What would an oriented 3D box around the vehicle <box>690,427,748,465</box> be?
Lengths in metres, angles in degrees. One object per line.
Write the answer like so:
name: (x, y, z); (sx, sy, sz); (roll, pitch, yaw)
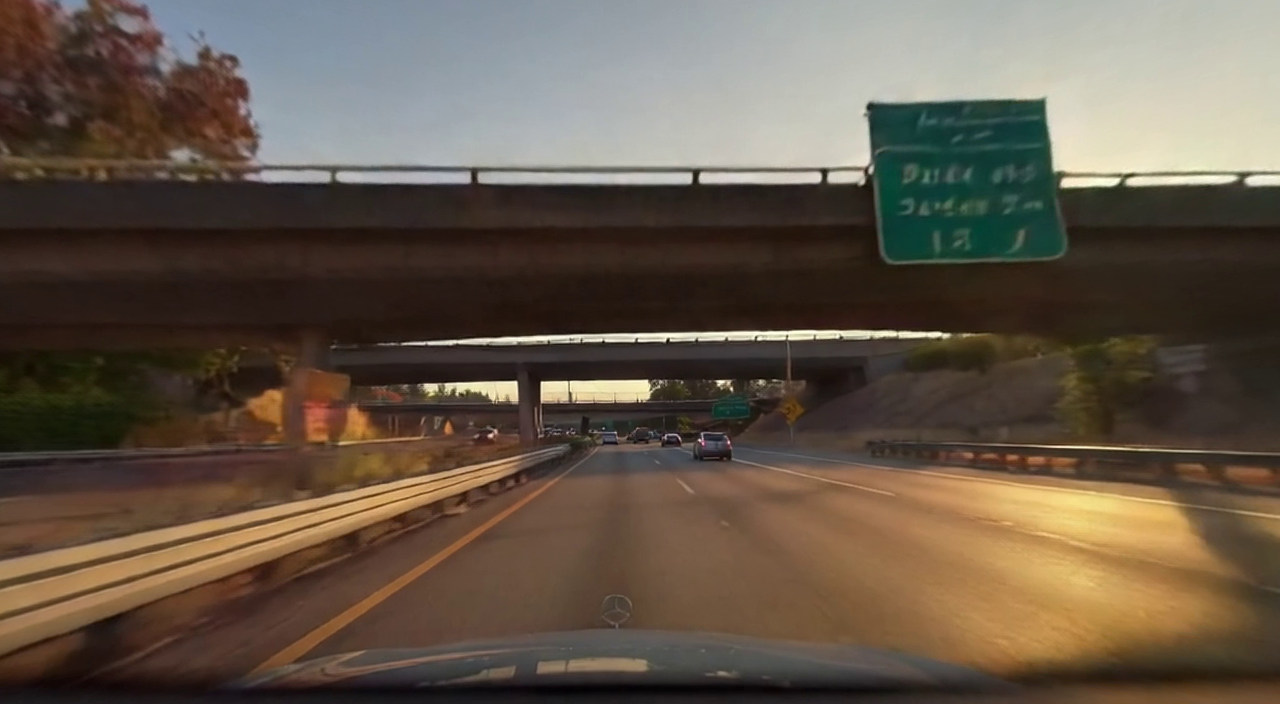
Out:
vehicle: (3.498, 4.209, 28.556); (1.938, 1.578, 3.764); (0, -8, -3)
